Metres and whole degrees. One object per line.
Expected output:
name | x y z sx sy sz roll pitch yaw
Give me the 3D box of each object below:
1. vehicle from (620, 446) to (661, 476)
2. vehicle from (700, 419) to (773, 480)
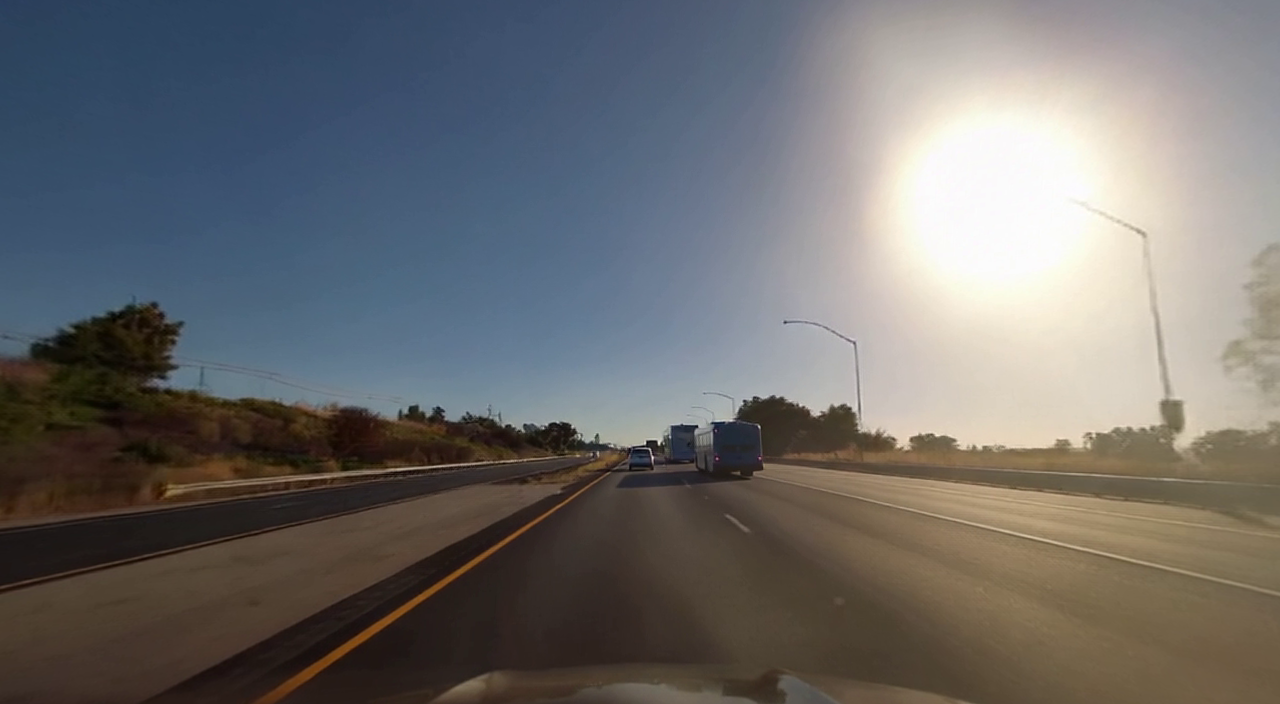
vehicle | 0.022 5.639 32.851 2.004 1.449 3.817 0 -9 -1
vehicle | 4.362 4.615 29.736 2.440 2.555 5.957 0 -9 0
